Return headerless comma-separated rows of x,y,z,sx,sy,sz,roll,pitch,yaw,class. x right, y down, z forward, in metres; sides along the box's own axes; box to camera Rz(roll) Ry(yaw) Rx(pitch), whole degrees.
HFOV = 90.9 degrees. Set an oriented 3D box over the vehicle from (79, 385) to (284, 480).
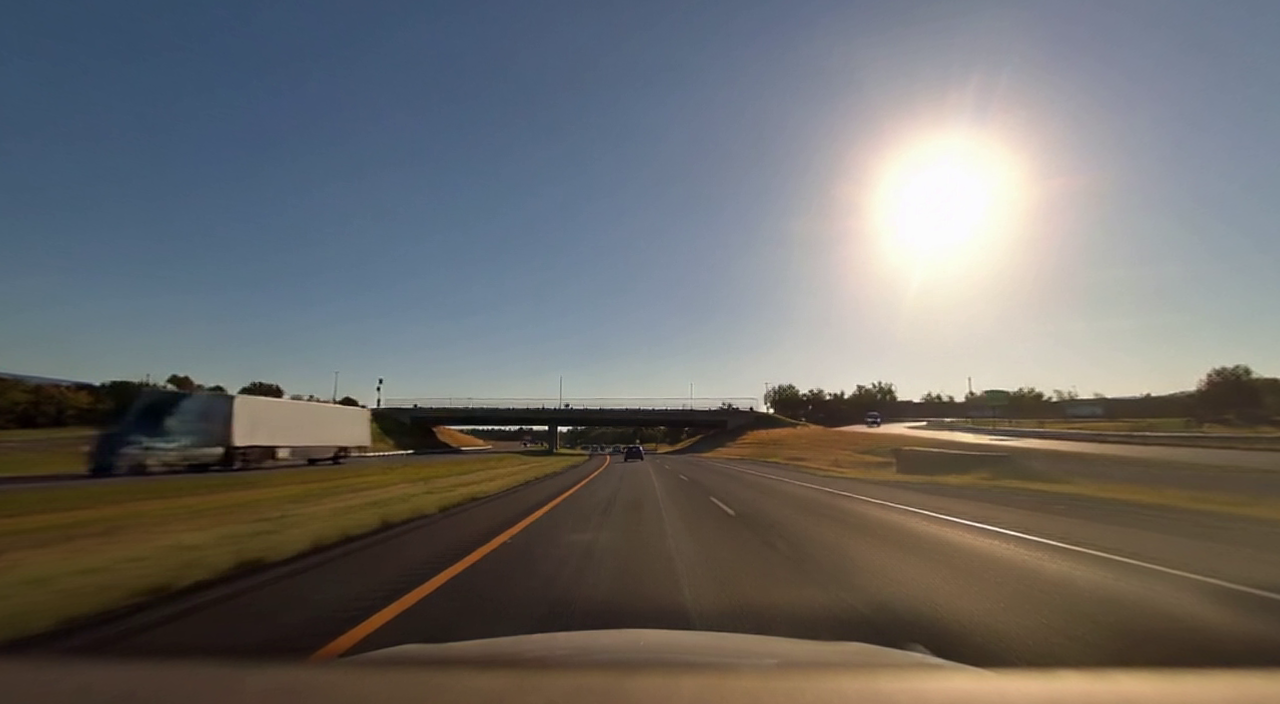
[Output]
-21.996,4.050,31.227,3.659,4.028,8.491,0,-8,0,vehicle
